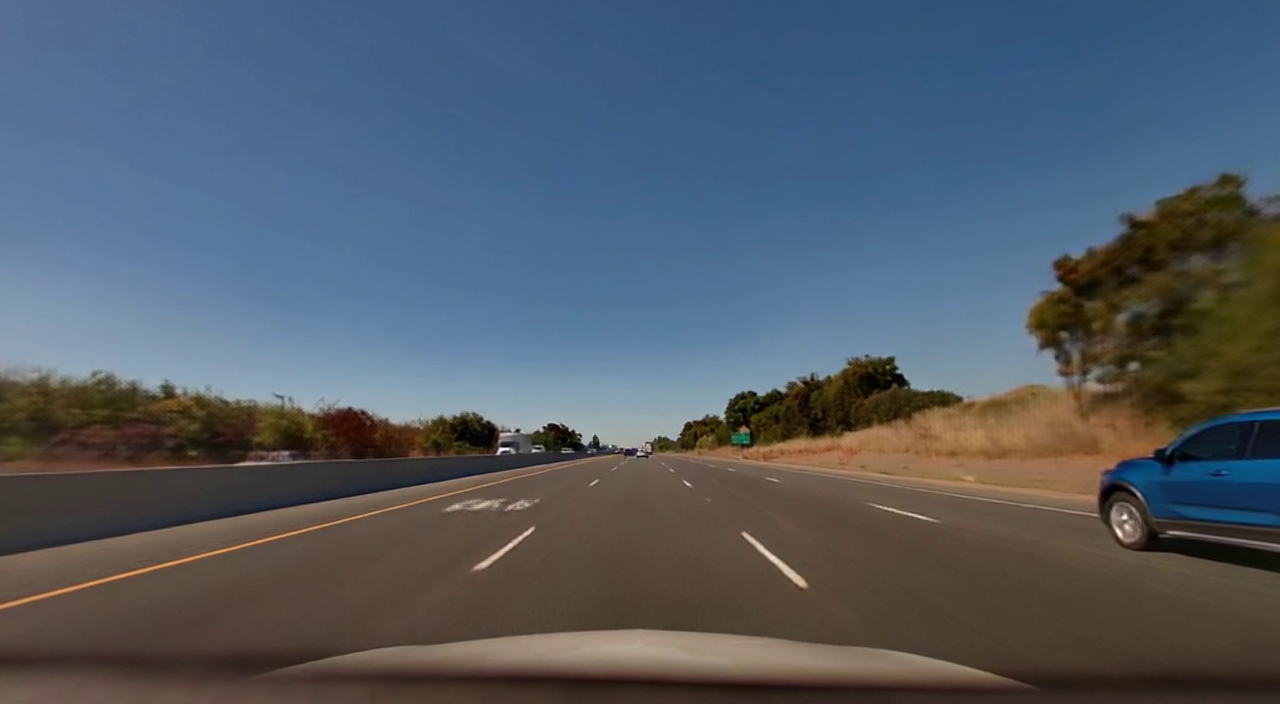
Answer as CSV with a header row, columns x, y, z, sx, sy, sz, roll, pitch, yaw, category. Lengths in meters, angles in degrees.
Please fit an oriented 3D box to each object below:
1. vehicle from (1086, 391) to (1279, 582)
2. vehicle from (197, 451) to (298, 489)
x,y,z,sx,sy,sz,roll,pitch,yaw,category
7.373,1.327,6.210,2.186,1.848,5.136,0,-9,0,vehicle
-17.077,5.104,27.669,1.815,1.510,3.960,0,-9,1,vehicle
